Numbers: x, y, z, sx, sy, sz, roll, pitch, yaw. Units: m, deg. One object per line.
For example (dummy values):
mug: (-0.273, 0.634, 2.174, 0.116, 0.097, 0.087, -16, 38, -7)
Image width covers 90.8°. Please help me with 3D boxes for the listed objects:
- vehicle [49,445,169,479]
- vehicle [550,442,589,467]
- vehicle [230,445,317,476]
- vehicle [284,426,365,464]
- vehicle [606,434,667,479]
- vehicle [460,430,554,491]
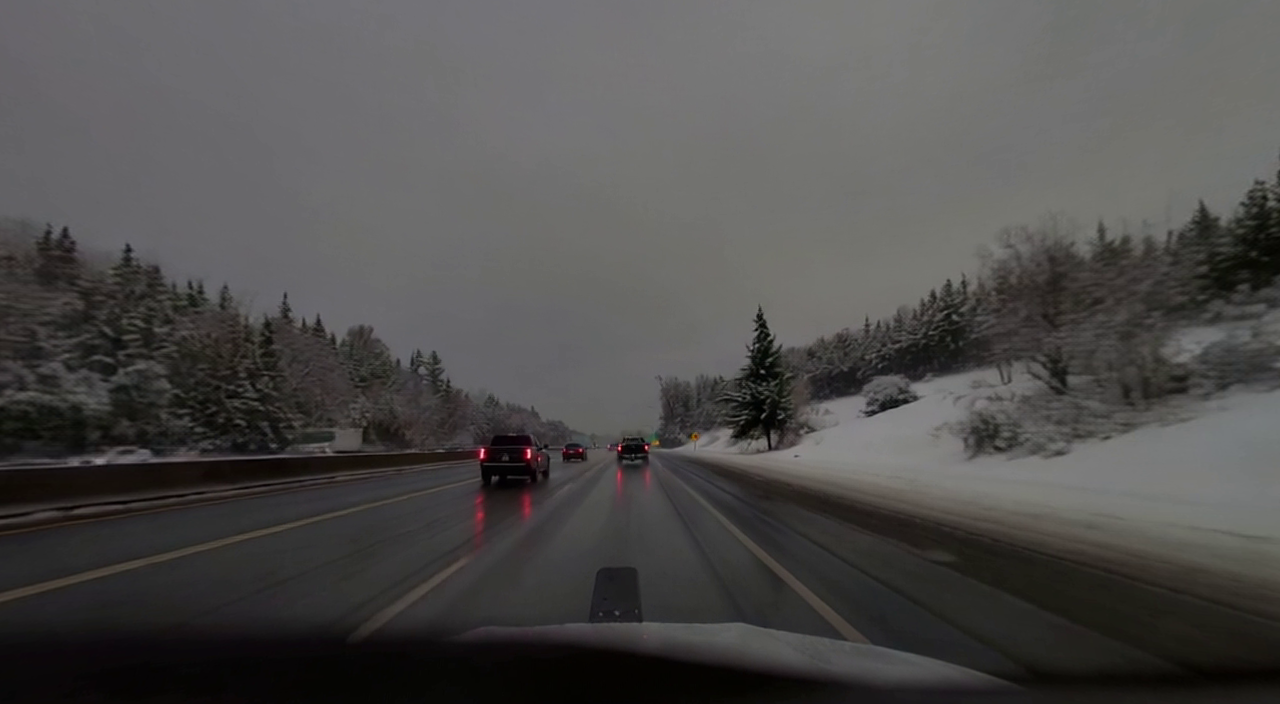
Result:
vehicle: (-24.796, 5.141, 29.743, 1.774, 1.444, 4.522, 0, -9, -1)
vehicle: (-4.540, 6.649, 41.147, 2.084, 1.528, 4.094, 0, -8, 0)
vehicle: (-18.014, 5.313, 31.287, 1.897, 1.403, 4.138, 0, -8, -1)
vehicle: (-21.204, 6.303, 42.805, 2.586, 2.392, 5.504, 0, -8, 0)
vehicle: (-0.157, 4.434, 27.061, 2.378, 1.750, 4.355, 0, -8, 0)
vehicle: (-4.121, 3.444, 20.381, 2.044, 1.717, 4.421, 0, -8, 0)
